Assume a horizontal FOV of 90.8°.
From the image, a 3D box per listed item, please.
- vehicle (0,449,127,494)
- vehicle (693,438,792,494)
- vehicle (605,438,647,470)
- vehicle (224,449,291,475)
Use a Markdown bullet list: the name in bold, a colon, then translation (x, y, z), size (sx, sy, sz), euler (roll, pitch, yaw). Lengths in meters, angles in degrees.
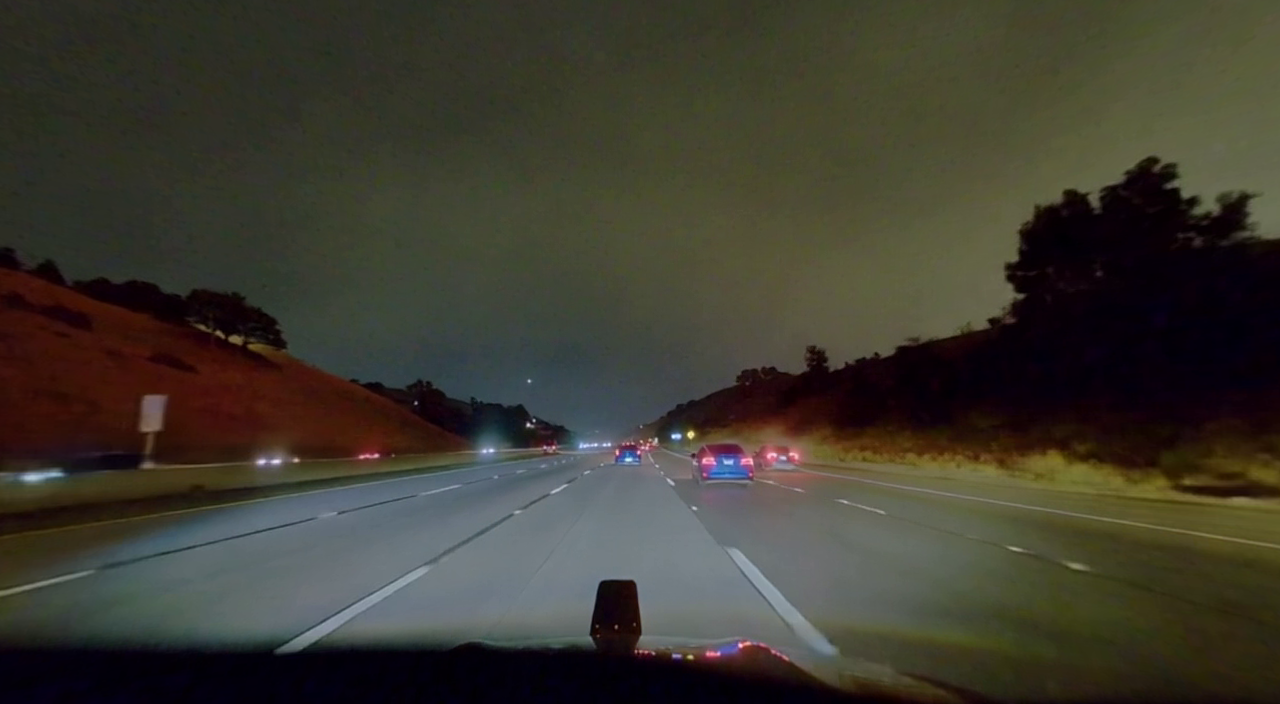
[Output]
- **vehicle**: translation (-22.542, 4.454, 23.994), size (2.249, 1.410, 4.551), euler (0, -8, 1)
- **vehicle**: translation (2.998, 3.463, 19.589), size (2.120, 1.492, 4.734), euler (0, -8, -2)
- **vehicle**: translation (-0.796, 5.840, 36.326), size (2.277, 1.675, 4.023), euler (0, -8, -1)
- **vehicle**: translation (-29.499, 8.486, 48.931), size (2.463, 1.848, 4.344), euler (1, -8, -1)
